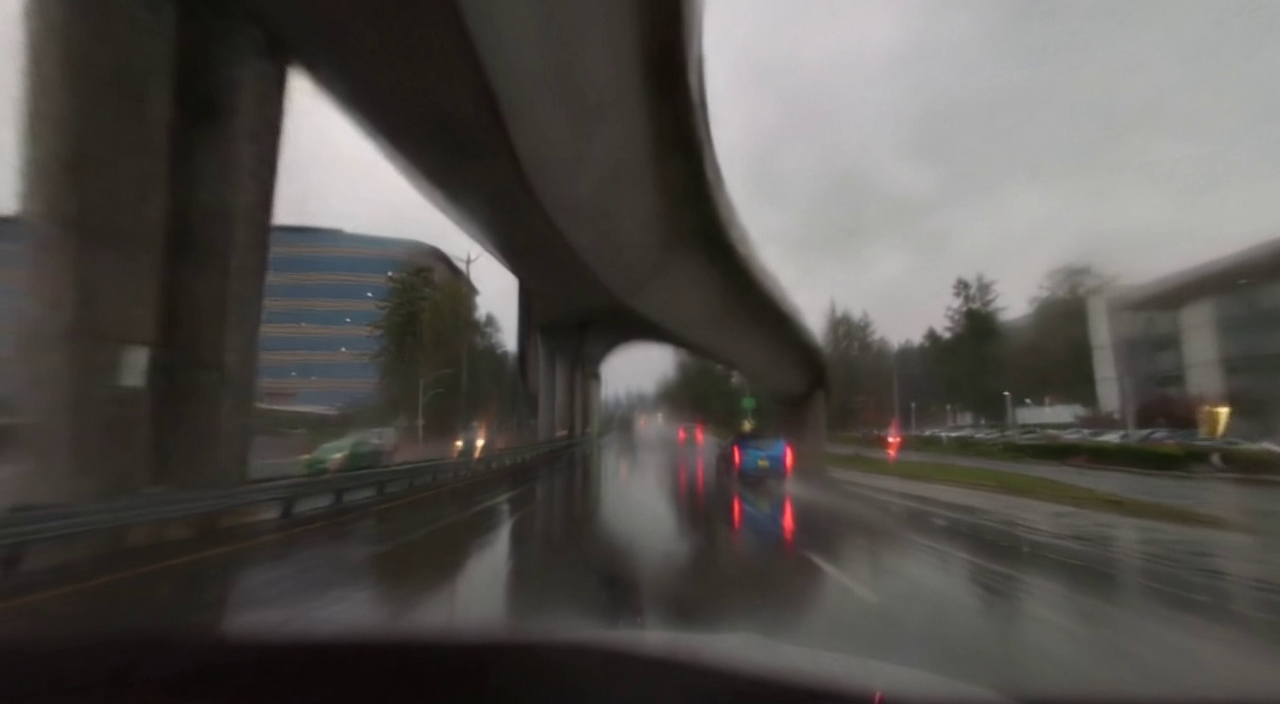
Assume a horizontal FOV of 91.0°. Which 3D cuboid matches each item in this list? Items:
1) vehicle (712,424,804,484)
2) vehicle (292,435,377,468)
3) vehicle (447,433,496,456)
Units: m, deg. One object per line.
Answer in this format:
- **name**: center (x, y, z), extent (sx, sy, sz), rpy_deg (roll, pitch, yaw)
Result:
- **vehicle**: center (3.677, 3.287, 20.556), extent (2.110, 1.712, 4.489), rpy_deg (0, -8, 0)
- **vehicle**: center (-14.932, 4.898, 31.106), extent (1.885, 1.497, 4.494), rpy_deg (0, -8, 1)
- **vehicle**: center (-11.372, 6.290, 42.869), extent (1.909, 1.486, 4.590), rpy_deg (0, -8, 2)
